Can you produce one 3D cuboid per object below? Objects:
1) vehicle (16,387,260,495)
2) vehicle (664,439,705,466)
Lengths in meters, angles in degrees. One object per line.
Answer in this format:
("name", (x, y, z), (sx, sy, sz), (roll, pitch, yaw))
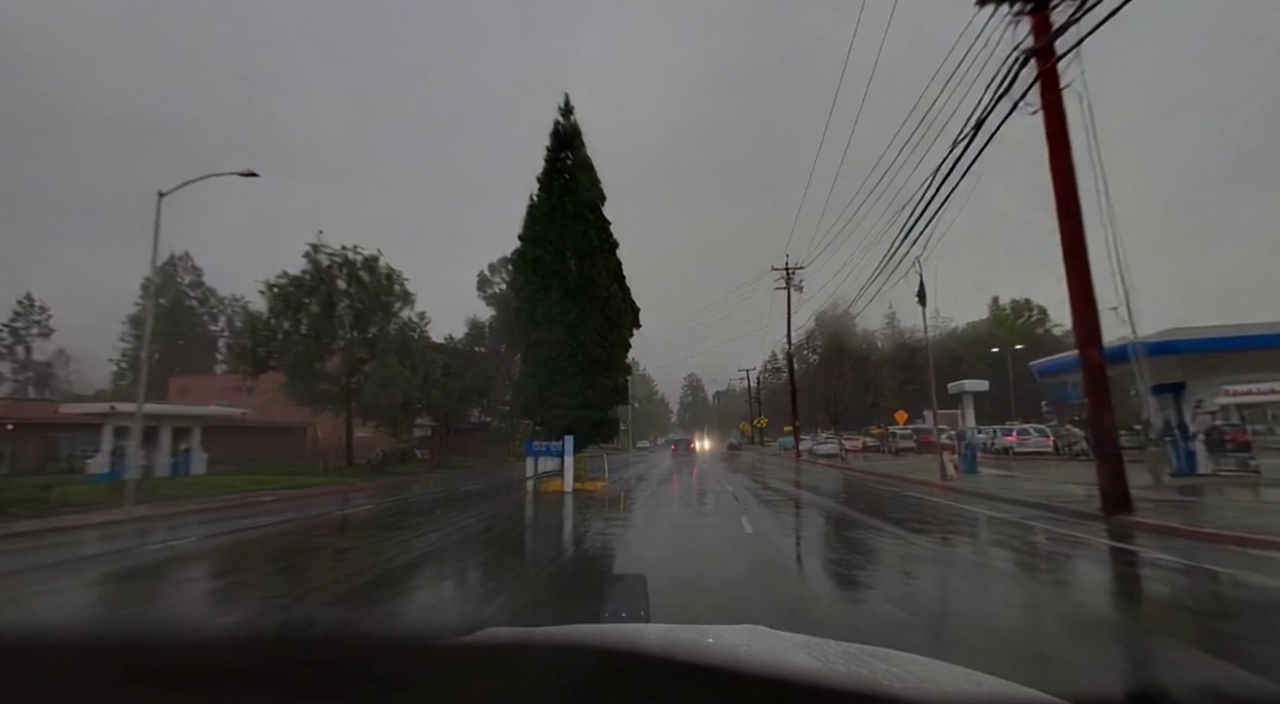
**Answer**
("vehicle", (-19.171, 3.539, 25.014), (2.923, 3.546, 7.640), (-2, -8, 4))
("vehicle", (2.678, 5.877, 37.066), (2.073, 1.525, 3.968), (-1, -8, 8))
